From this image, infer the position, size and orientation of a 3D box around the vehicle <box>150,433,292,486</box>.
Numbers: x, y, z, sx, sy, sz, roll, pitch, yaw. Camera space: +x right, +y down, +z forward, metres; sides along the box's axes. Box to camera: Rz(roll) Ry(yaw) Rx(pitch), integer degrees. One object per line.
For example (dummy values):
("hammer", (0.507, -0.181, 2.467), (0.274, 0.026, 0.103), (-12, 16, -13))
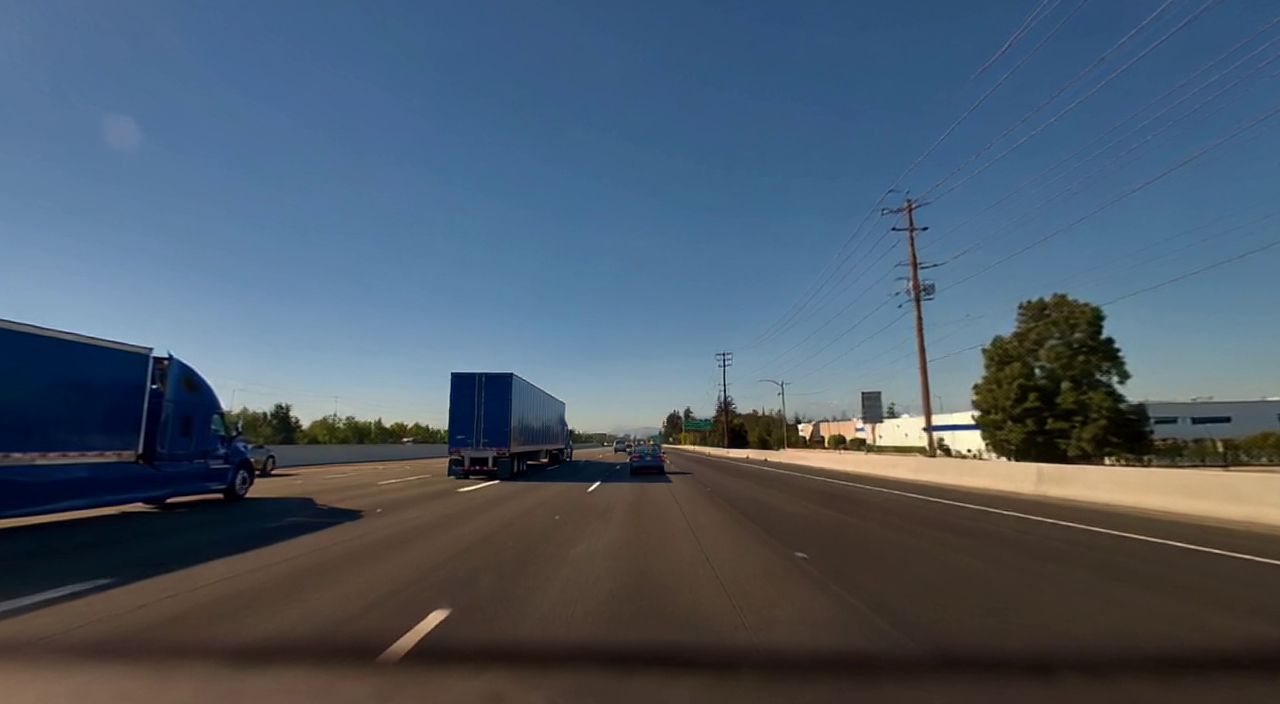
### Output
("vehicle", (-14.704, 3.776, 22.502), (1.938, 1.679, 4.469), (0, -9, 0))

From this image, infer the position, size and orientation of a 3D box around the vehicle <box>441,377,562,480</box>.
("vehicle", (-6.439, 4.164, 32.776), (2.907, 4.081, 15.311), (0, -9, 0))

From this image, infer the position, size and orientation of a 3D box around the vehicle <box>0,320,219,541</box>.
("vehicle", (-10.651, 1.090, 8.813), (2.896, 3.140, 9.491), (0, -9, 1))

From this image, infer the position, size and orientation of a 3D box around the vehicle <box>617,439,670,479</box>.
("vehicle", (0.141, 4.519, 26.894), (2.055, 1.514, 4.323), (0, -9, 0))
